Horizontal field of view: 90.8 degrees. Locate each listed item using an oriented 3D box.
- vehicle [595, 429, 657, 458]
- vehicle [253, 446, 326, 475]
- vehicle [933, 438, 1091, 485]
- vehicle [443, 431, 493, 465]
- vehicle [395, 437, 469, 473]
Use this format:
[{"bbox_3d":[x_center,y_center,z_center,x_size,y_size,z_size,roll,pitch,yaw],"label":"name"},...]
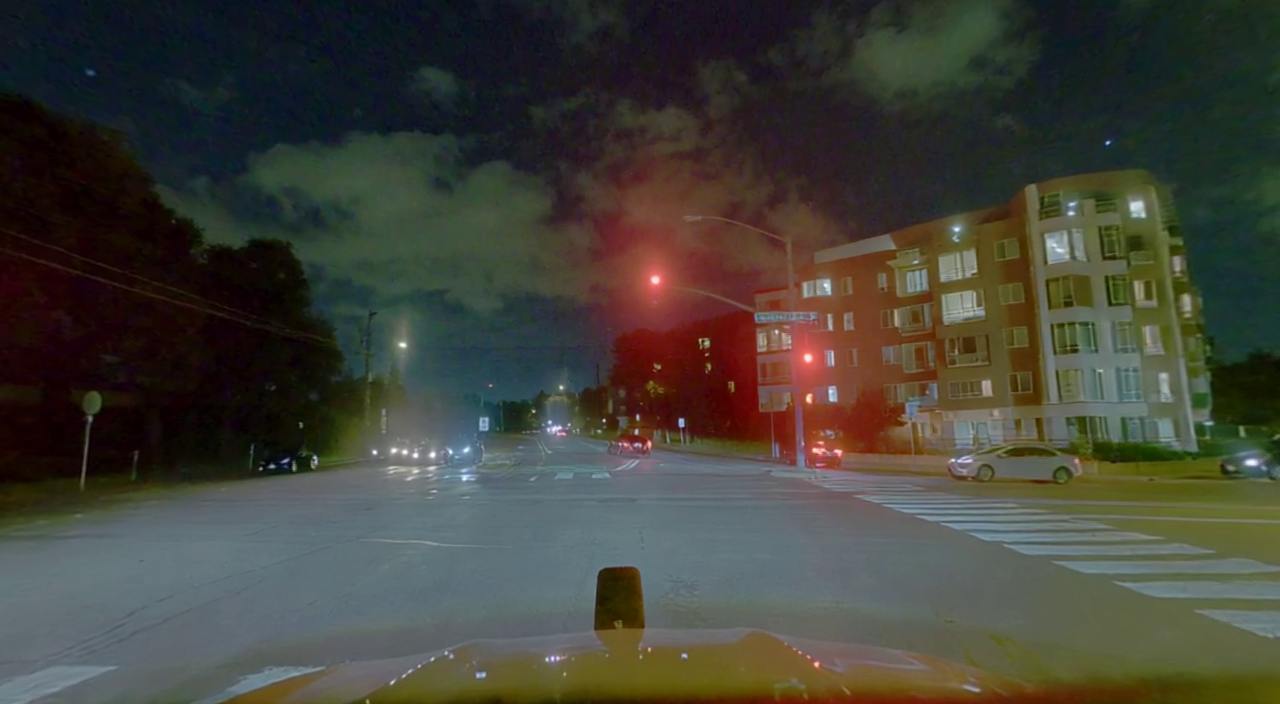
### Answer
[{"bbox_3d":[-0.940,5.642,38.792,1.993,1.664,4.424,5,-10,-28],"label":"vehicle"},{"bbox_3d":[-21.060,6.513,38.137,1.981,1.628,4.336,0,-9,-1],"label":"vehicle"},{"bbox_3d":[13.728,4.036,23.475,4.790,1.571,2.073,-6,-11,34],"label":"vehicle"},{"bbox_3d":[-9.787,5.507,36.205,1.910,1.818,4.057,0,-9,-3],"label":"vehicle"},{"bbox_3d":[-9.701,4.831,29.798,2.116,1.521,4.294,0,-9,-2],"label":"vehicle"}]
